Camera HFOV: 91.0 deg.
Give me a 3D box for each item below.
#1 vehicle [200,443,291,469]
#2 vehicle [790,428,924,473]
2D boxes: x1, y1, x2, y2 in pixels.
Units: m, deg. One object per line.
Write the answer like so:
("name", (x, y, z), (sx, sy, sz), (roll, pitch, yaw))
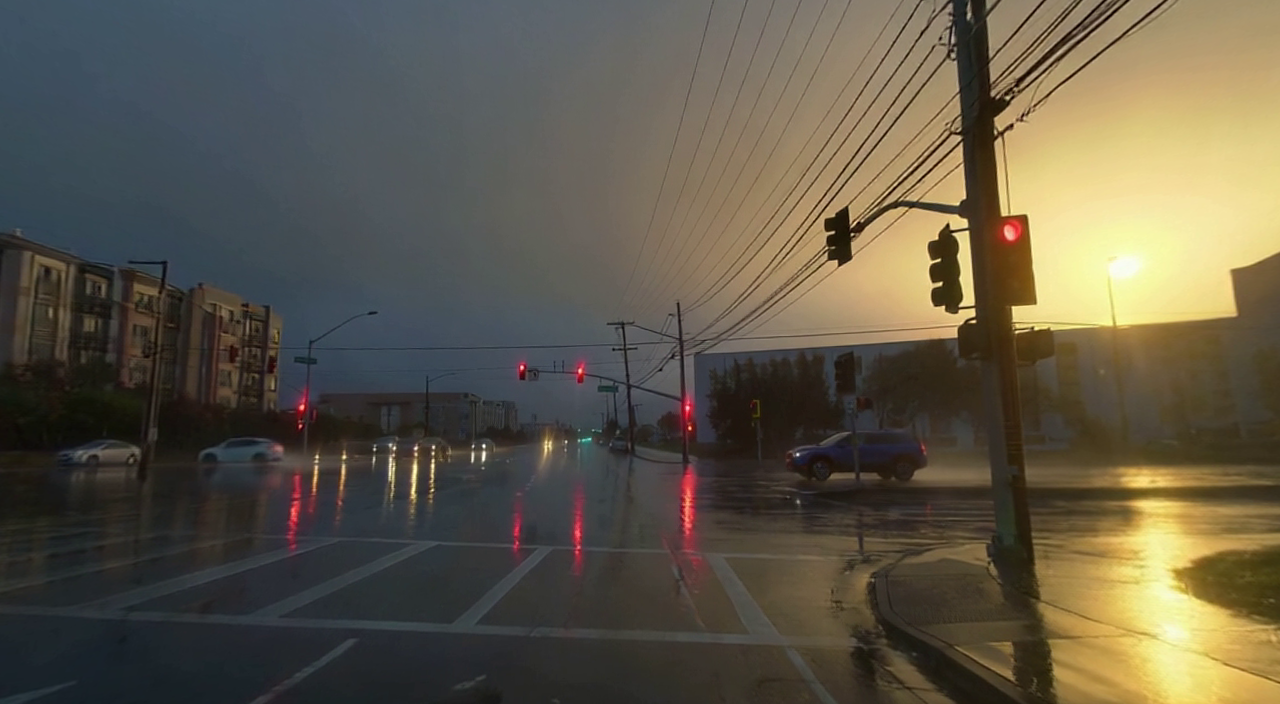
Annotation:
("vehicle", (-24.618, 6.466, 39.342), (4.529, 1.566, 1.842), (-1, -9, 8))
("vehicle", (8.694, 4.018, 25.732), (4.884, 1.714, 2.021), (-2, -9, 12))
